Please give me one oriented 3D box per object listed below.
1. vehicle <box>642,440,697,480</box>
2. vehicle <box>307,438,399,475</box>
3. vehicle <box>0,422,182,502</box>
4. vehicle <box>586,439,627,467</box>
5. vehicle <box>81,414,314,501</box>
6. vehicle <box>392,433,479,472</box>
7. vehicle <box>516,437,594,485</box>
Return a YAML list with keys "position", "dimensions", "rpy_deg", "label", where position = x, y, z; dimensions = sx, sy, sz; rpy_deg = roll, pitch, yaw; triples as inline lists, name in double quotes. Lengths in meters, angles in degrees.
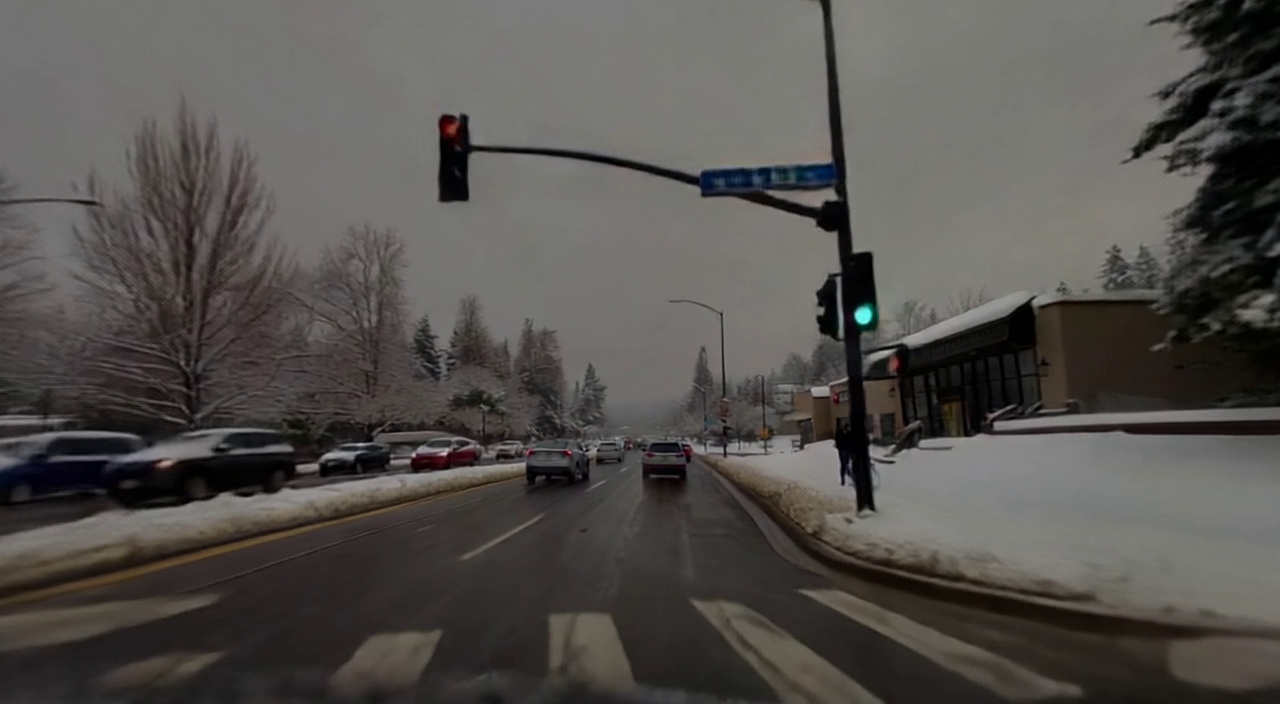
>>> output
- position: [1.184, 4.420, 26.082]
  dimensions: [2.085, 1.475, 3.976]
  rpy_deg: [0, -9, 1]
  label: "vehicle"
- position: [-13.017, 4.751, 28.981]
  dimensions: [1.864, 1.560, 4.317]
  rpy_deg: [0, -9, 5]
  label: "vehicle"
- position: [-14.581, 2.767, 16.268]
  dimensions: [1.961, 1.731, 4.450]
  rpy_deg: [0, -9, 4]
  label: "vehicle"
- position: [-1.884, 5.889, 36.911]
  dimensions: [1.887, 1.517, 4.254]
  rpy_deg: [0, -9, 4]
  label: "vehicle"
- position: [-10.950, 2.658, 16.261]
  dimensions: [2.221, 1.856, 4.847]
  rpy_deg: [0, -9, 4]
  label: "vehicle"
- position: [-9.487, 4.710, 29.781]
  dimensions: [2.175, 1.684, 4.475]
  rpy_deg: [-1, -9, 6]
  label: "vehicle"
- position: [-2.814, 3.721, 21.932]
  dimensions: [1.921, 1.477, 4.083]
  rpy_deg: [0, -9, 3]
  label: "vehicle"
